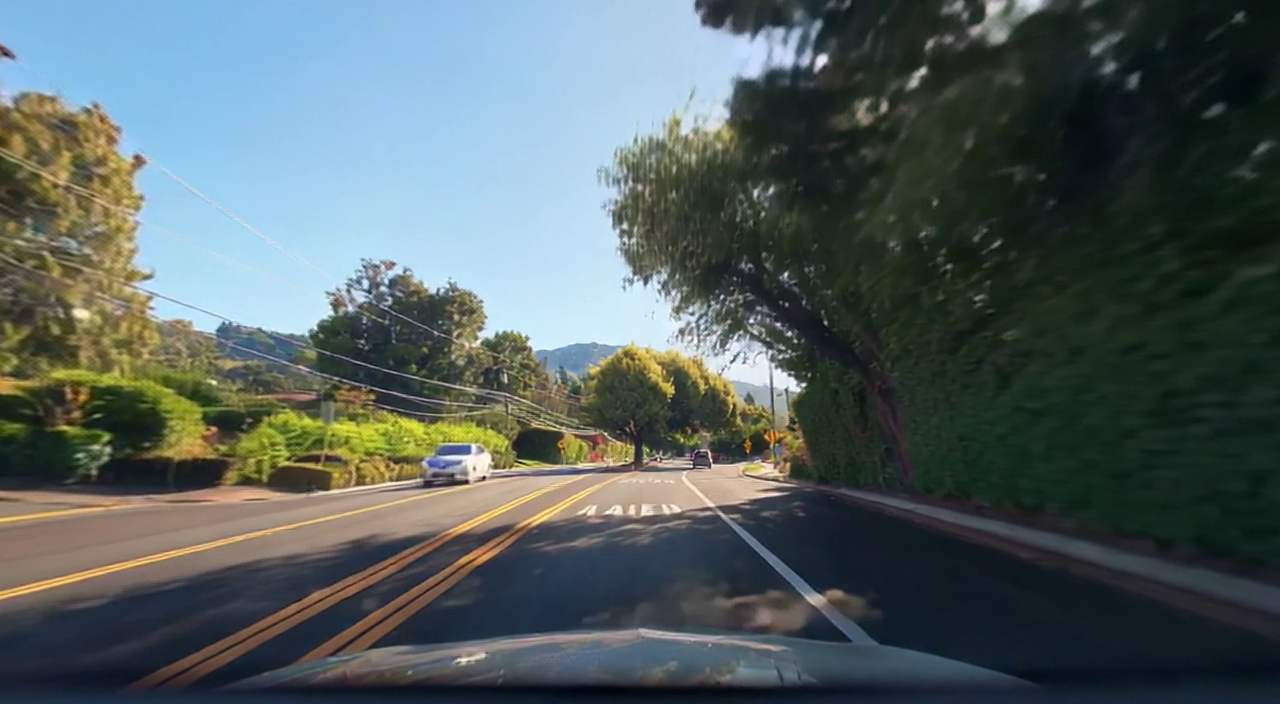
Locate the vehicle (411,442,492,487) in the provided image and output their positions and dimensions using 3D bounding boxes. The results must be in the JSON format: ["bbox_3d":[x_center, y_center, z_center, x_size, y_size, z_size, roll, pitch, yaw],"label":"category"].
[{"bbox_3d":[-7.666,4.593,26.206,2.056,1.677,4.282,0,-9,0],"label":"vehicle"}]
